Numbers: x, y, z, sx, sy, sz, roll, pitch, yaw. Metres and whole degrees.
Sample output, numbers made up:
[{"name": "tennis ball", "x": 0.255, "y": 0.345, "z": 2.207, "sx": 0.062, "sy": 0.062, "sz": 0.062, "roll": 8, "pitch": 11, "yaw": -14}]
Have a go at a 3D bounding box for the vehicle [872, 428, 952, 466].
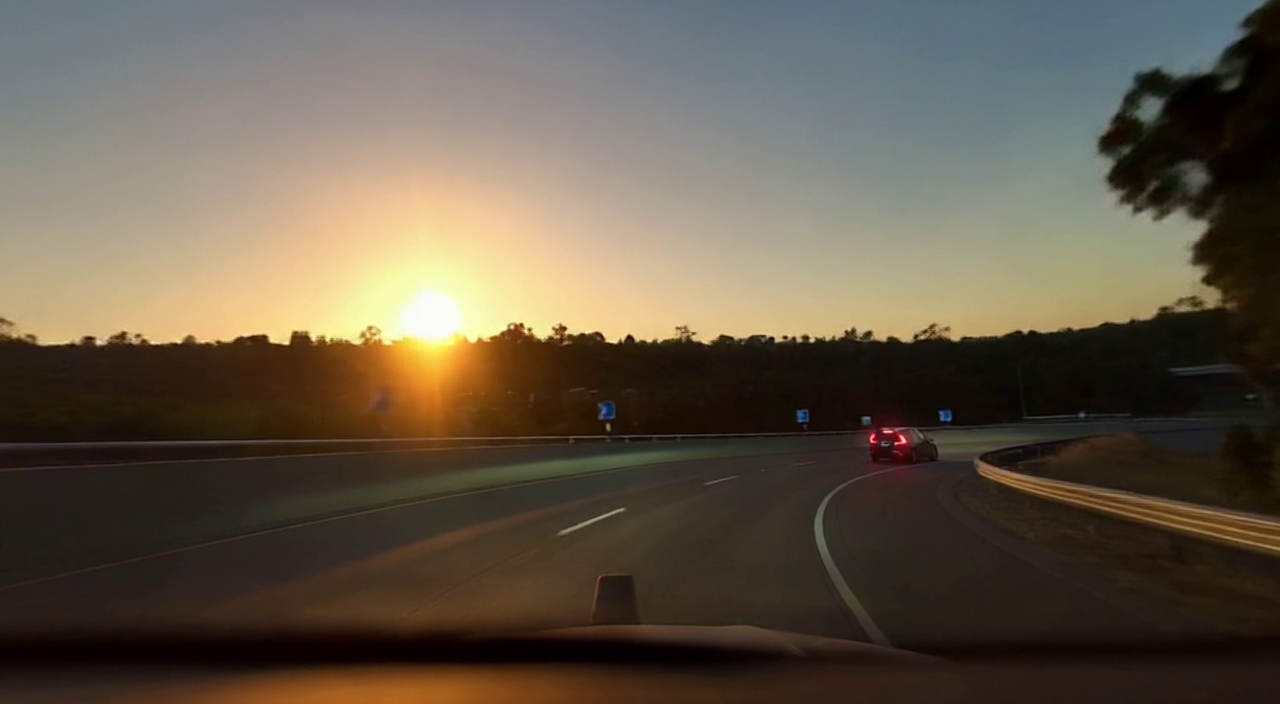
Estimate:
[{"name": "vehicle", "x": 12.015, "y": 4.130, "z": 27.668, "sx": 2.028, "sy": 1.440, "sz": 3.970, "roll": -3, "pitch": -8, "yaw": 42}]
